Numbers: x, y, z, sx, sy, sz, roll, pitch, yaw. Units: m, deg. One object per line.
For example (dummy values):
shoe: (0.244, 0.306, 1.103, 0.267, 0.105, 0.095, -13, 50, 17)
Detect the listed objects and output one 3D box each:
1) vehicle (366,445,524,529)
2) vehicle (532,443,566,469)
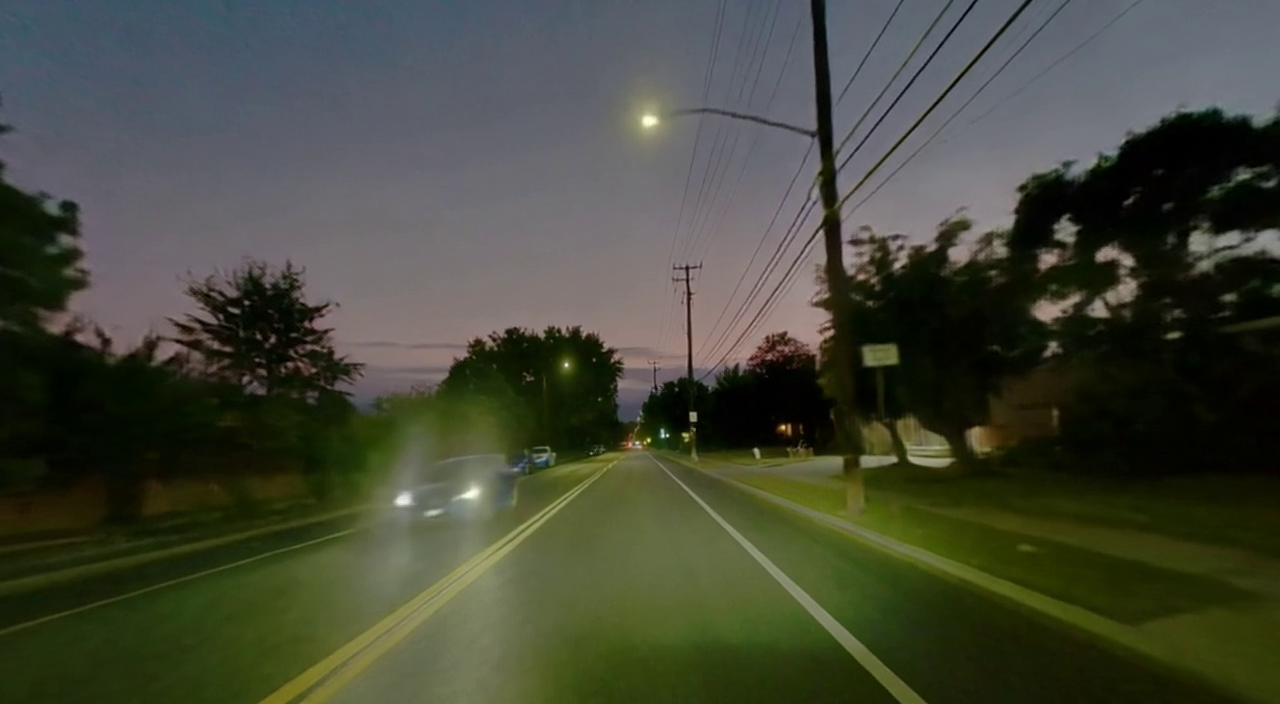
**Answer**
vehicle: (-3.955, 2.788, 13.704, 2.033, 1.502, 4.240, 0, -9, 0)
vehicle: (-6.869, 7.916, 48.267, 1.923, 1.687, 4.511, -4, -8, -1)
